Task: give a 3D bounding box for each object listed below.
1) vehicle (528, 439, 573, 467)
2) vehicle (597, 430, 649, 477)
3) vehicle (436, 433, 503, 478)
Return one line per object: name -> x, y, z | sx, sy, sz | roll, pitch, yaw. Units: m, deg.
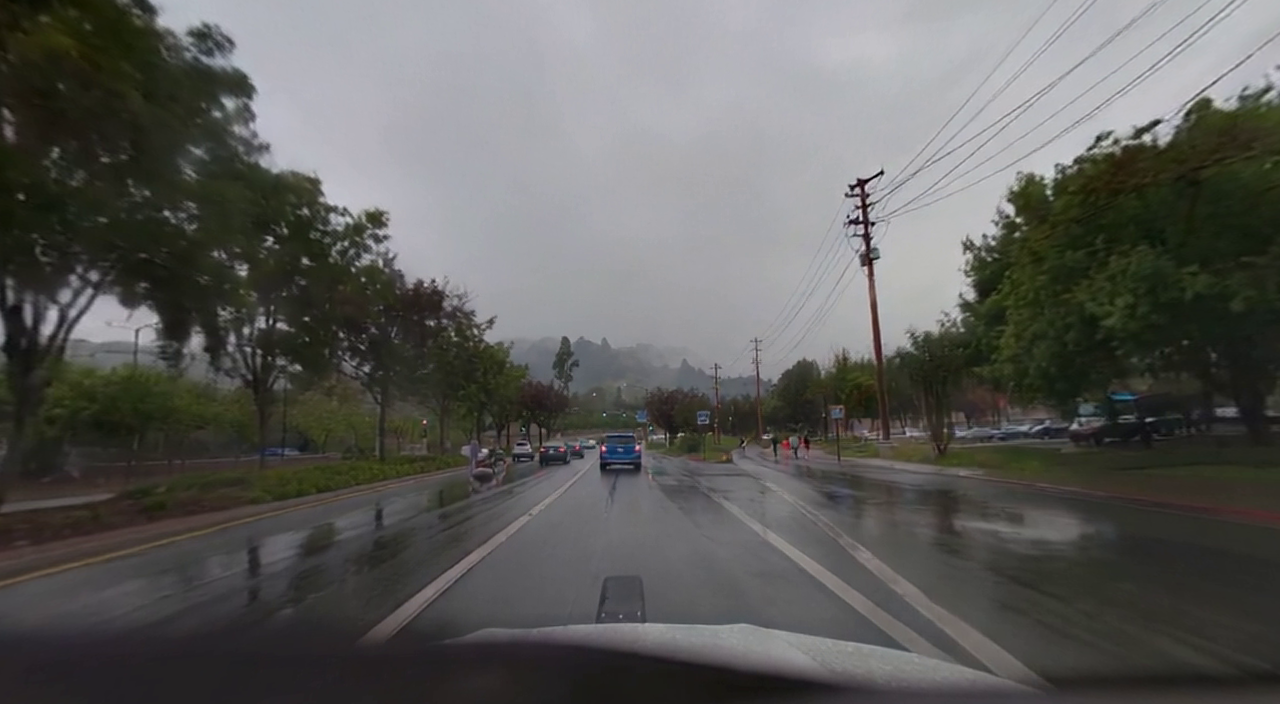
vehicle -> -4.995, 5.685, 35.796 | 2.087, 1.485, 4.452 | 0, -8, -3
vehicle -> -0.742, 4.164, 26.081 | 2.012, 1.769, 3.897 | 1, -8, -3
vehicle -> -6.858, 4.187, 25.828 | 1.860, 1.634, 4.089 | 1, -8, -4
